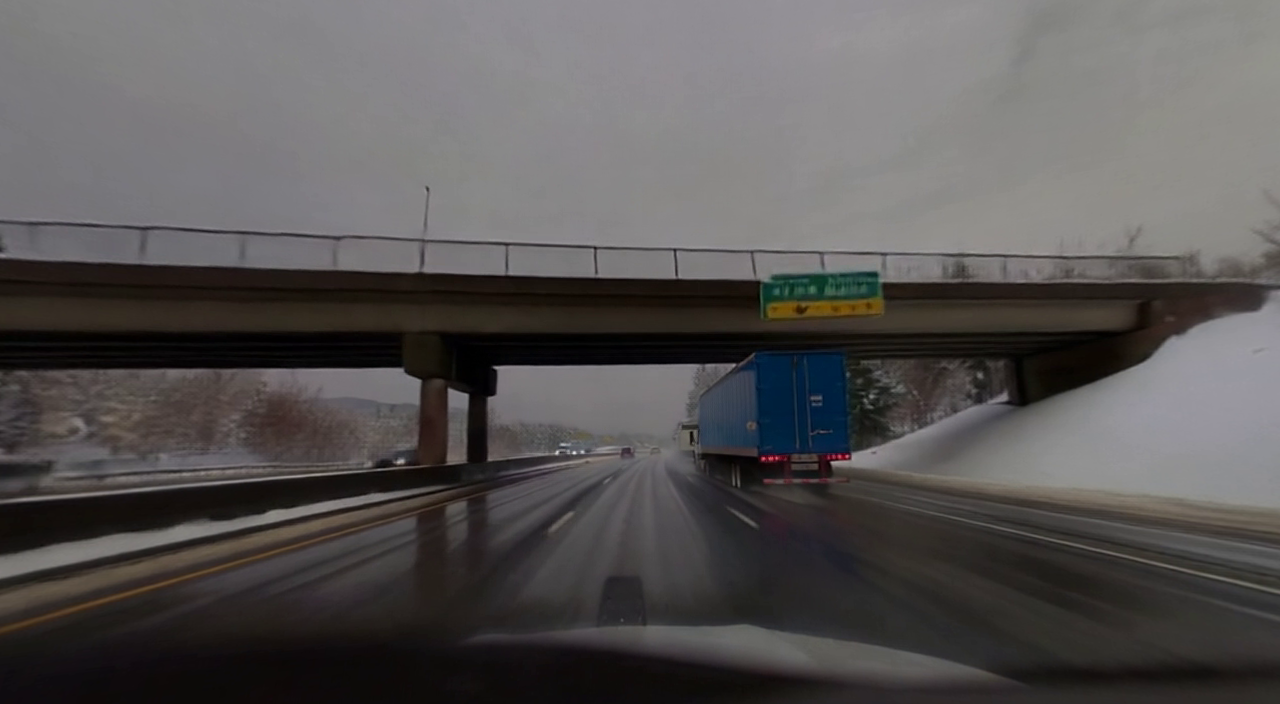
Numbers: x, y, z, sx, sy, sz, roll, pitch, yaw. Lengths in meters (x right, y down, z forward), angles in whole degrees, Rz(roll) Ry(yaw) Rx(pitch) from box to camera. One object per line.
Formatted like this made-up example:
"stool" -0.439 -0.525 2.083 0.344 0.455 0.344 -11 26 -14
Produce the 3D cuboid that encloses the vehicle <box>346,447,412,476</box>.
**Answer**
"vehicle" -13.914 5.863 33.880 1.788 1.439 3.990 0 -9 1

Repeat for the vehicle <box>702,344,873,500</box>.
"vehicle" 4.502 2.876 23.423 2.825 4.054 14.210 0 -9 0
